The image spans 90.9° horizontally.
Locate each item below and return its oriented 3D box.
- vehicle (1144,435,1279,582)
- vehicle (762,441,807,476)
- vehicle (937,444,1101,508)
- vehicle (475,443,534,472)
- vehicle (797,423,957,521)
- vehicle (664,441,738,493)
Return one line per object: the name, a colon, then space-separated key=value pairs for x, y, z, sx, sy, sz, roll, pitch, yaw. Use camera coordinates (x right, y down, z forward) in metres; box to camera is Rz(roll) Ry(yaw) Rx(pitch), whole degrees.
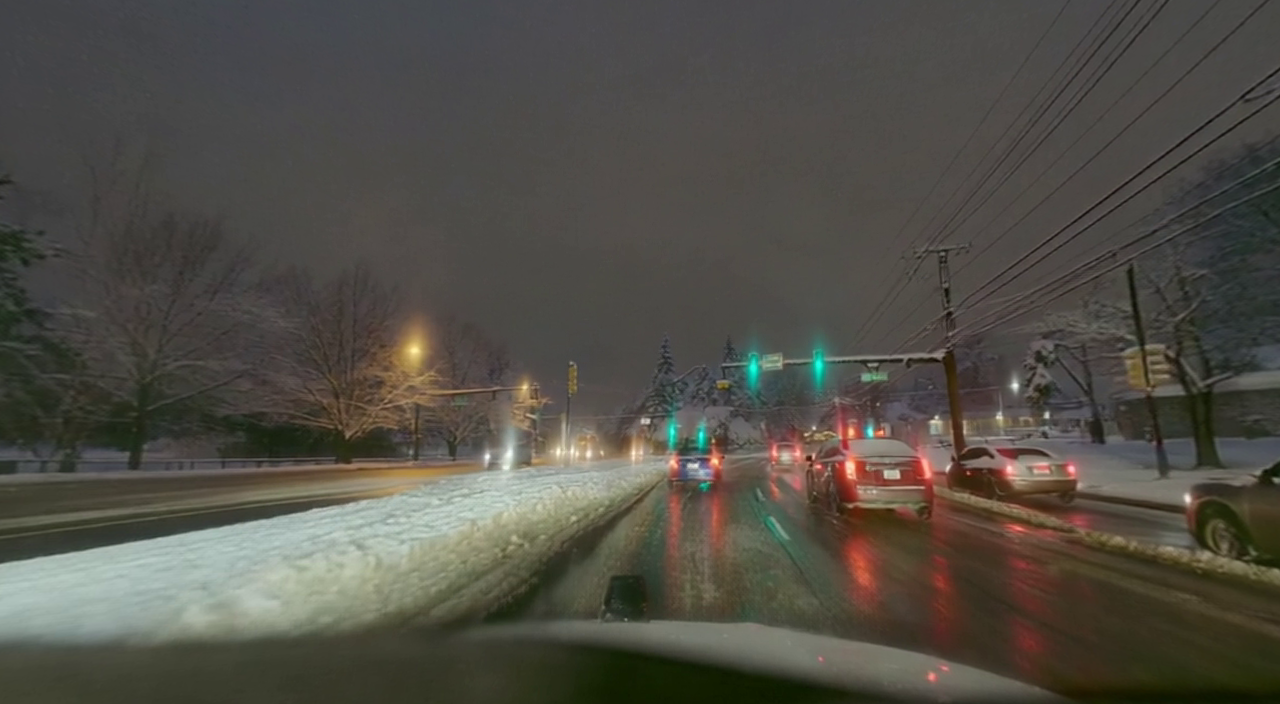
vehicle: x=7.363 y=1.492 z=5.783 sx=1.866 sy=1.471 sz=4.478 roll=0 pitch=-9 yaw=2
vehicle: x=7.161 y=5.290 z=31.510 sx=1.896 sy=1.612 sz=4.203 roll=-2 pitch=-9 yaw=9
vehicle: x=9.857 y=3.223 z=16.906 sx=1.882 sy=1.463 sz=4.543 roll=-1 pitch=-9 yaw=5
vehicle: x=-8.674 y=6.805 z=40.840 sx=2.057 sy=1.705 sz=4.754 roll=-2 pitch=-9 yaw=10
vehicle: x=5.062 y=2.614 z=14.321 sx=2.119 sy=1.810 sz=4.848 roll=-1 pitch=-9 yaw=5
vehicle: x=2.126 y=3.753 z=20.974 sx=2.168 sy=1.527 sz=4.174 roll=-2 pitch=-9 yaw=9
